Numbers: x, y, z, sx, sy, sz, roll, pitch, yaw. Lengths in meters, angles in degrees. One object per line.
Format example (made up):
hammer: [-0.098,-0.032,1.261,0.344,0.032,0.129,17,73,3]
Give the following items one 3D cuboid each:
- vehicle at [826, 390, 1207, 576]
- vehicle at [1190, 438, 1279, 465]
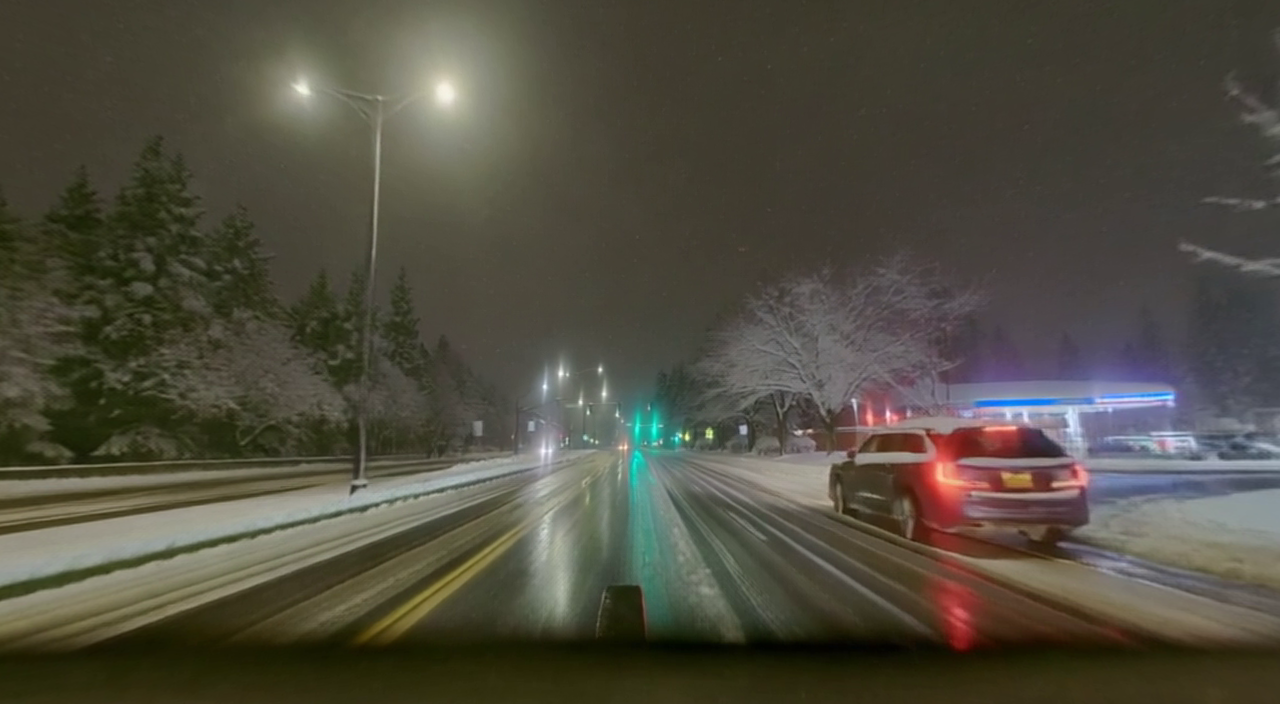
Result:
vehicle: [4.552,1.692,8.966,2.245,1.864,5.076,0,-8,0]
vehicle: [34.023,5.588,35.615,4.182,1.473,1.840,0,-8,1]
